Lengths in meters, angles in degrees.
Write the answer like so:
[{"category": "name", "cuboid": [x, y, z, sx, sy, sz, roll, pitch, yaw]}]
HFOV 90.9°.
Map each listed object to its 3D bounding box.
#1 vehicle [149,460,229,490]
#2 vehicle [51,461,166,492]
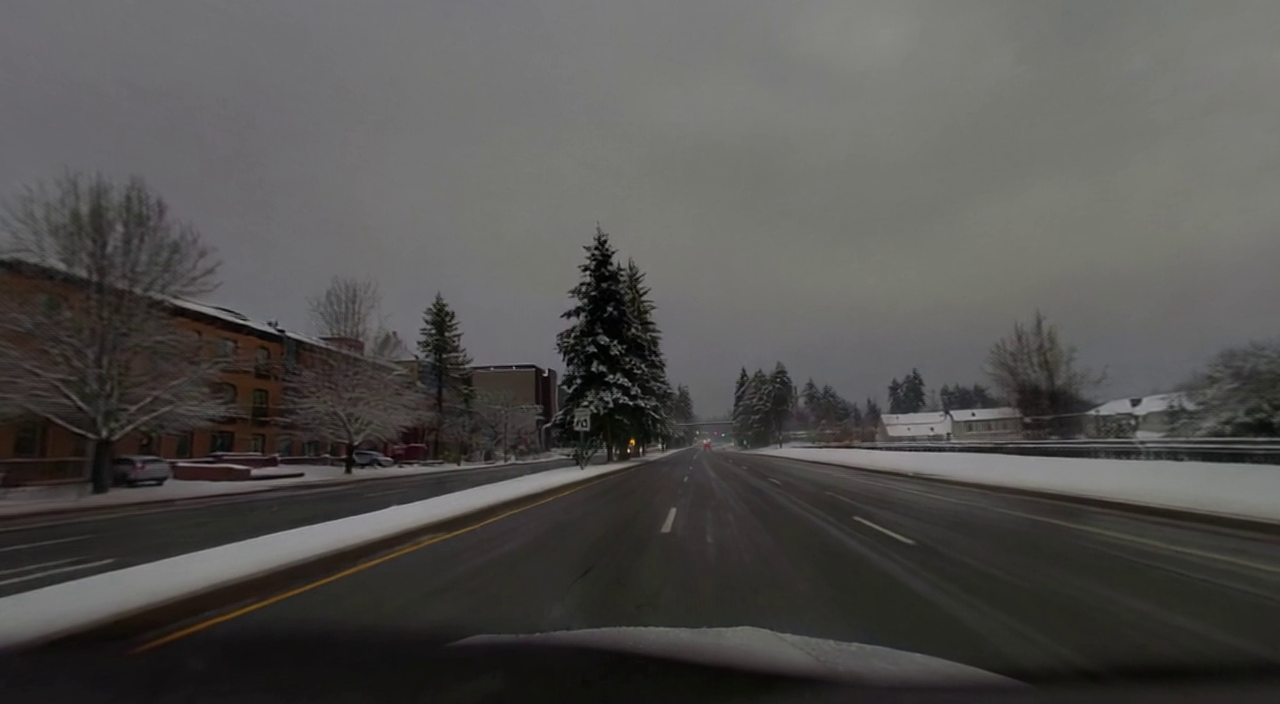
[{"category": "vehicle", "cuboid": [-26.641, 7.260, 37.276, 3.587, 1.424, 1.633, -4, -8, 4]}, {"category": "vehicle", "cuboid": [-27.098, 6.343, 32.214, 4.380, 1.461, 1.754, -1, -8, 4]}]
